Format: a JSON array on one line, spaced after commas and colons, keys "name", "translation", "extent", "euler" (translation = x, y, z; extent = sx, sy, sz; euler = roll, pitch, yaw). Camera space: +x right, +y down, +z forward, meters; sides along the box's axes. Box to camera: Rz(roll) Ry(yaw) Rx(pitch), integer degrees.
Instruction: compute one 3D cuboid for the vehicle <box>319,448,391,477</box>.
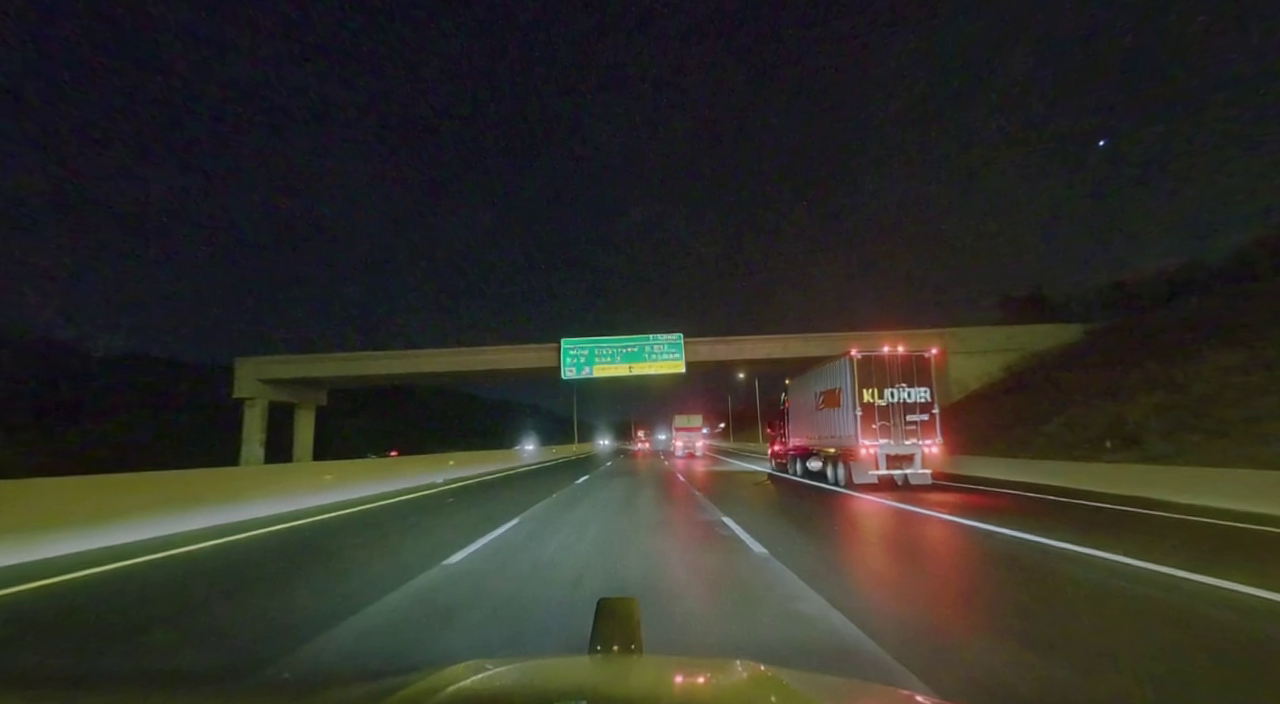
[{"name": "vehicle", "translation": [-15.869, 6.147, 35.325], "extent": [2.019, 1.431, 4.362], "euler": [-1, -8, 0]}]
